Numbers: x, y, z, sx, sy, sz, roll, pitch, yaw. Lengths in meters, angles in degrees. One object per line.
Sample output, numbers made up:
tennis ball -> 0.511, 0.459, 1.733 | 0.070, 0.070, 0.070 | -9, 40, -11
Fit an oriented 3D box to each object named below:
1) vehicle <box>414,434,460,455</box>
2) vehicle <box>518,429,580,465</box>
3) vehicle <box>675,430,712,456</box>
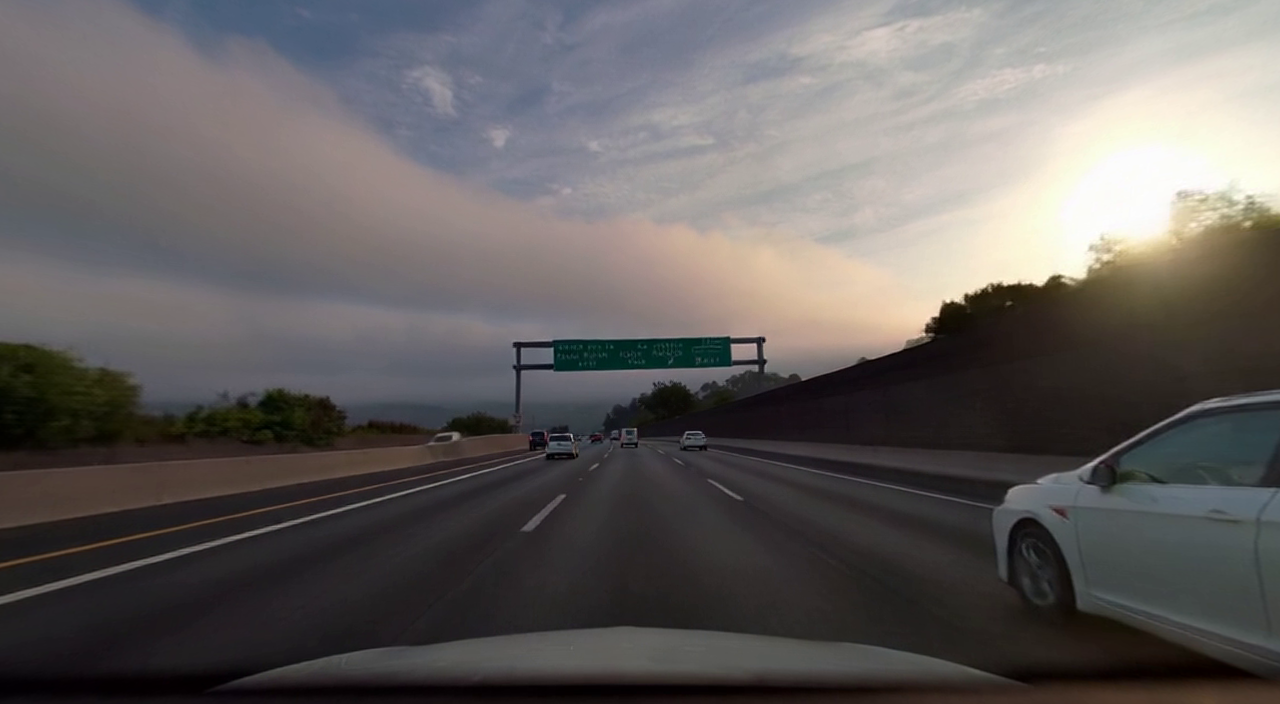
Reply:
vehicle -> -15.324, 6.964, 47.774 | 2.044, 1.532, 4.528 | 0, -8, 0
vehicle -> -4.024, 4.257, 28.529 | 2.204, 1.486, 4.121 | 0, -8, 0
vehicle -> 3.258, 5.603, 38.934 | 1.806, 1.469, 3.681 | 0, -8, -2
